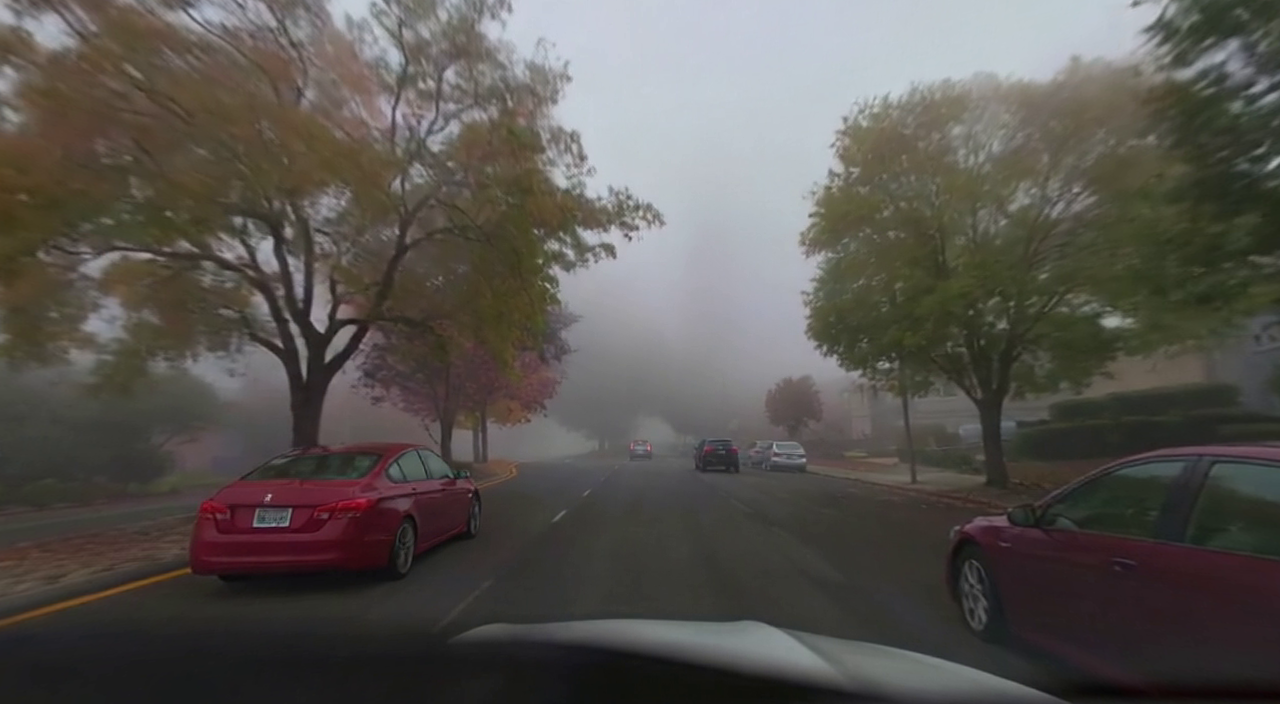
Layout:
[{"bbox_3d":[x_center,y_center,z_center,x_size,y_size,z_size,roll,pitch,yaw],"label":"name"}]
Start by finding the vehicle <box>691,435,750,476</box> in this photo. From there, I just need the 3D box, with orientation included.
[{"bbox_3d":[3.575,4.682,28.706,2.019,1.675,4.488,0,-8,-1],"label":"vehicle"}]

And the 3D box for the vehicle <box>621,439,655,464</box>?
[{"bbox_3d":[-0.144,7.052,44.834,2.293,1.662,4.262,0,-8,0],"label":"vehicle"}]

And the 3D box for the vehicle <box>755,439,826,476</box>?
[{"bbox_3d":[7.103,5.023,30.195,2.114,1.628,4.932,0,-8,-1],"label":"vehicle"}]

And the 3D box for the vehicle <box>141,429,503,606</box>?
[{"bbox_3d":[-3.205,1.736,7.664,1.997,1.479,4.547,0,-8,1],"label":"vehicle"}]

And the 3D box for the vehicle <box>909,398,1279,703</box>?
[{"bbox_3d":[3.206,0.990,2.757,2.060,1.474,4.475,0,-8,0],"label":"vehicle"}]
